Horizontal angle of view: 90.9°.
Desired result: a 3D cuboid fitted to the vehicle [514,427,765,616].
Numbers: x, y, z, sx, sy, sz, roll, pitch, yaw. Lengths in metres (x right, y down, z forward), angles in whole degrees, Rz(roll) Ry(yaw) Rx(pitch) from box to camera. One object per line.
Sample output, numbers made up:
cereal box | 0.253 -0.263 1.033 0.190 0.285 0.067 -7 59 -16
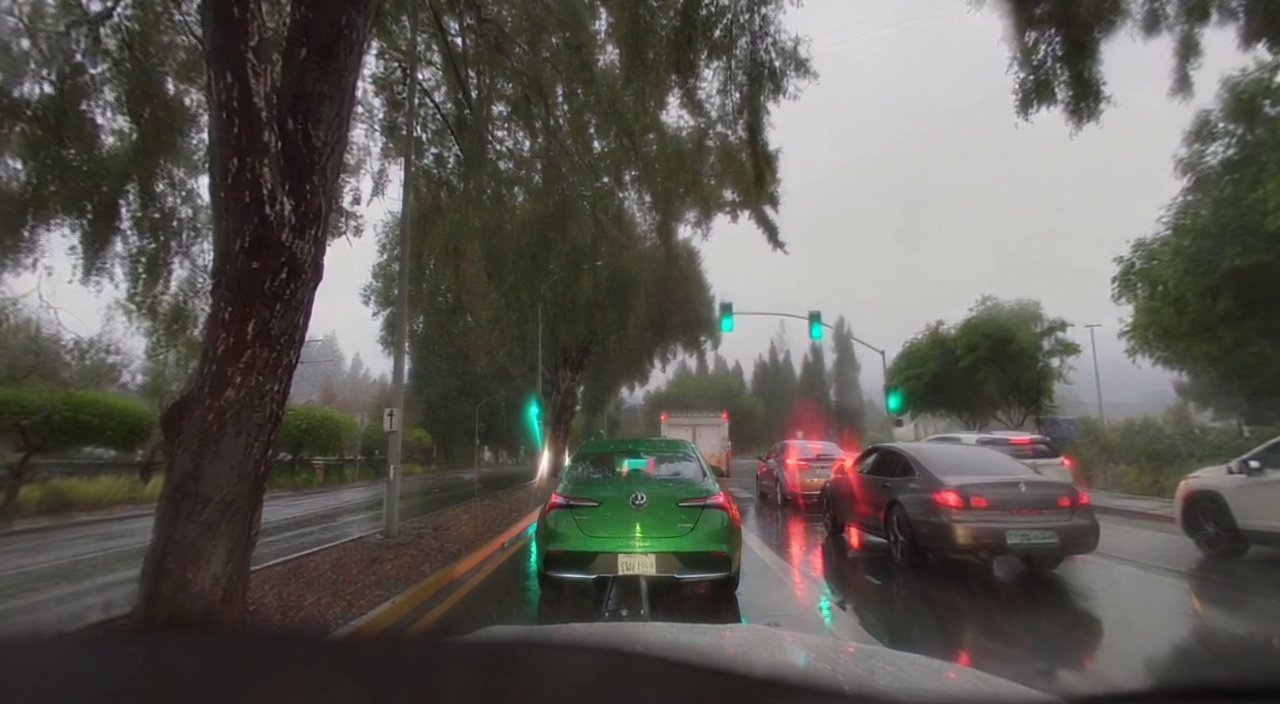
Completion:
vehicle | 0.014 1.682 7.099 2.015 1.502 3.898 0 -9 1

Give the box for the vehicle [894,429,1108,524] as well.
vehicle | 7.027 2.459 12.903 1.923 1.611 4.094 0 -9 0

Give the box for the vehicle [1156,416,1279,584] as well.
vehicle | 6.940 1.336 5.579 1.783 1.572 3.421 0 -9 1

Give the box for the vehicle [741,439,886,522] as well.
vehicle | 3.541 2.714 13.816 1.934 1.494 4.446 0 -9 0
